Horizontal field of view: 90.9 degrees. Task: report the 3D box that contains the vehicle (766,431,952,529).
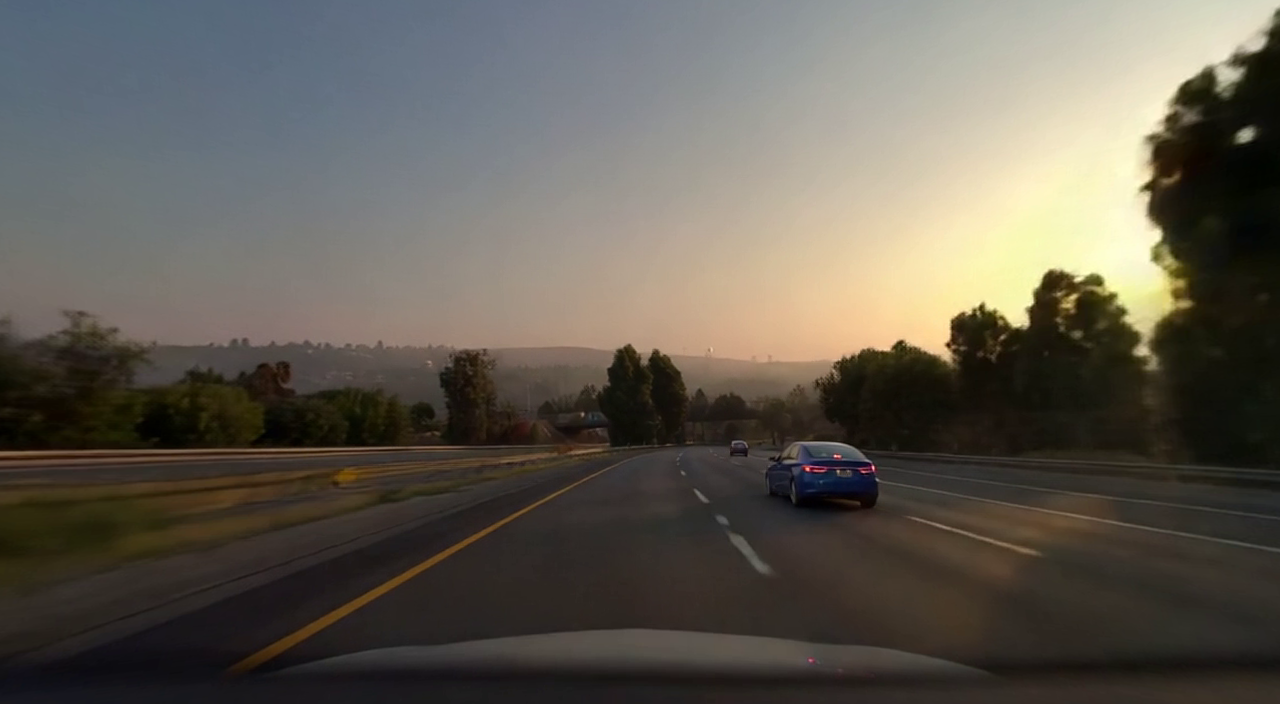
[{"bbox_3d":[3.914,2.360,12.242,2.050,1.546,4.344,0,-8,0],"label":"vehicle"}]
